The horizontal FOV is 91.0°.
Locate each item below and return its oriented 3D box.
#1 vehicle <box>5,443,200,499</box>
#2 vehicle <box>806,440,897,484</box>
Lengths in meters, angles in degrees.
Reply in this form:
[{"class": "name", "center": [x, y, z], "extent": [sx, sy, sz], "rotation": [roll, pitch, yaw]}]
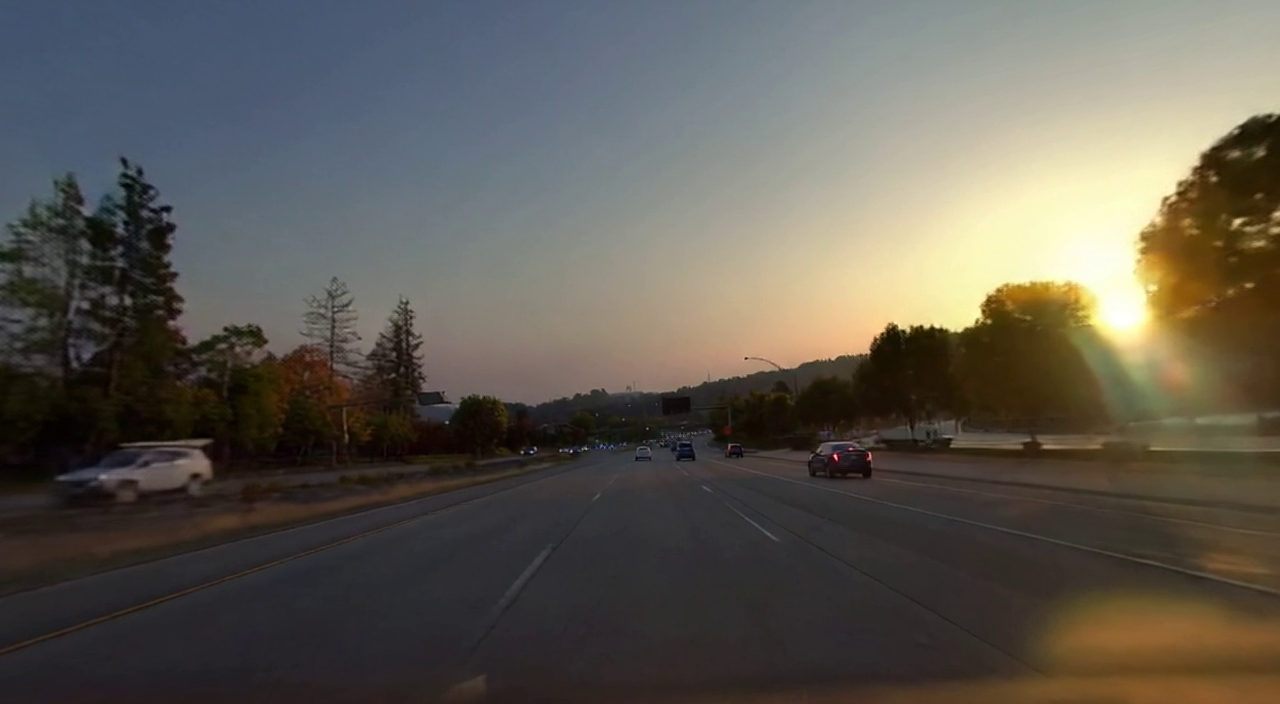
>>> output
[{"class": "vehicle", "center": [-21.113, 4.673, 25.288], "extent": [2.334, 1.960, 6.091], "rotation": [0, -9, 1]}, {"class": "vehicle", "center": [8.054, 4.226, 24.488], "extent": [1.989, 1.526, 4.443], "rotation": [0, -9, 0]}]
